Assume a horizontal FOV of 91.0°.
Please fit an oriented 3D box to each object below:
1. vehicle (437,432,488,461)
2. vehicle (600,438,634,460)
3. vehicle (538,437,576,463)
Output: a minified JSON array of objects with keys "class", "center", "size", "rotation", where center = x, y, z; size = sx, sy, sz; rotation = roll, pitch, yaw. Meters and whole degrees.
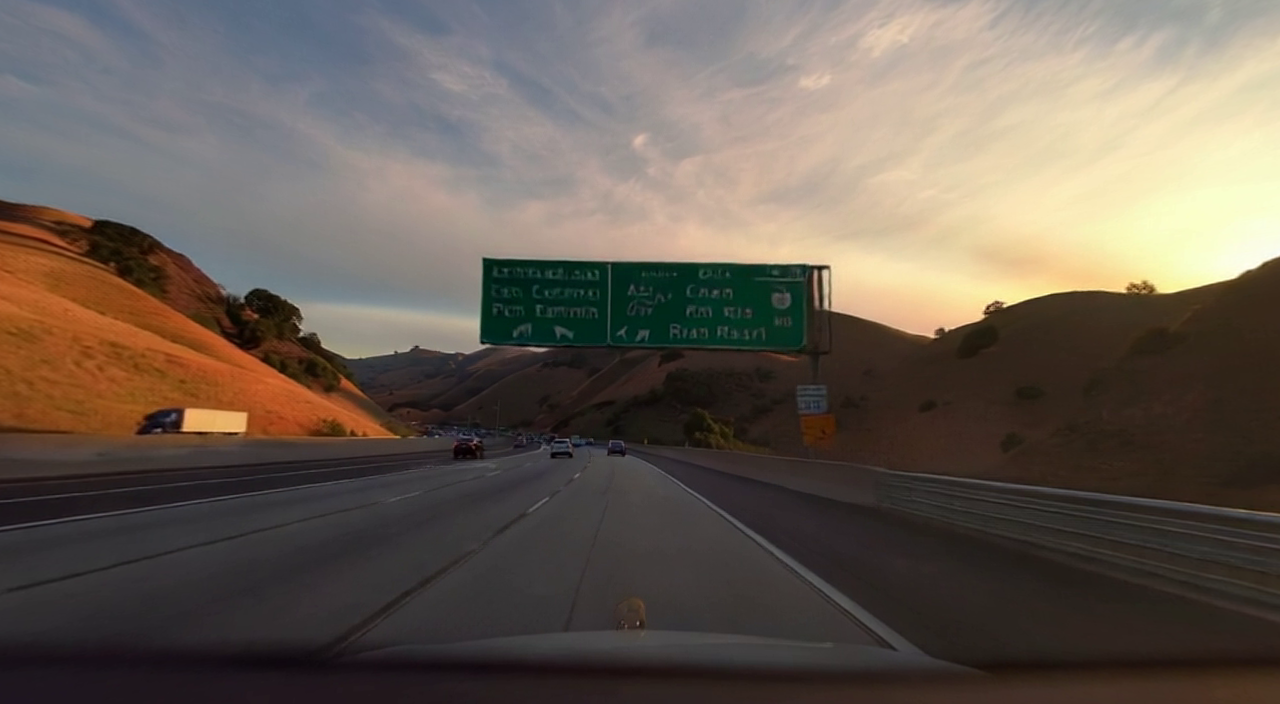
[{"class":"vehicle","center":[-12.445,6.692,44.508],"size":[2.219,1.923,4.985],"rotation":[0,-9,-1]},{"class":"vehicle","center":[-1.748,7.332,47.636],"size":[2.421,1.594,4.248],"rotation":[0,-9,-2]},{"class":"vehicle","center":[-5.374,6.419,41.308],"size":[2.060,1.631,4.214],"rotation":[0,-9,-1]}]
